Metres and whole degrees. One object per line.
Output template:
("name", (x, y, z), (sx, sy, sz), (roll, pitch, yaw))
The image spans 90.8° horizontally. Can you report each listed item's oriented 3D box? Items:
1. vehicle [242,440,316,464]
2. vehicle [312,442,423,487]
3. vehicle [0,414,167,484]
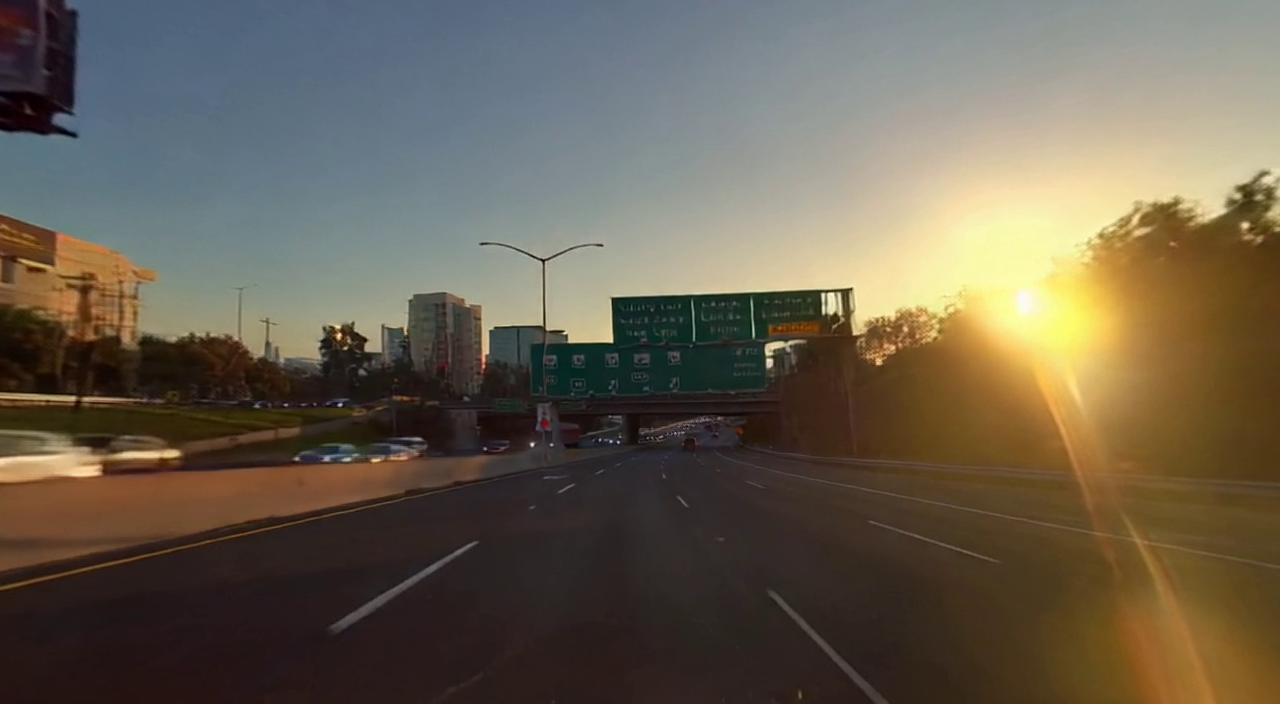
("vehicle", (-22.607, 6.303, 39.759), (1.867, 1.408, 4.507), (0, -9, 2))
("vehicle", (-9.478, 3.937, 22.433), (1.938, 1.430, 4.392), (0, -9, 1))
("vehicle", (-19.495, 3.302, 21.633), (2.235, 2.061, 5.495), (0, -9, 1))
